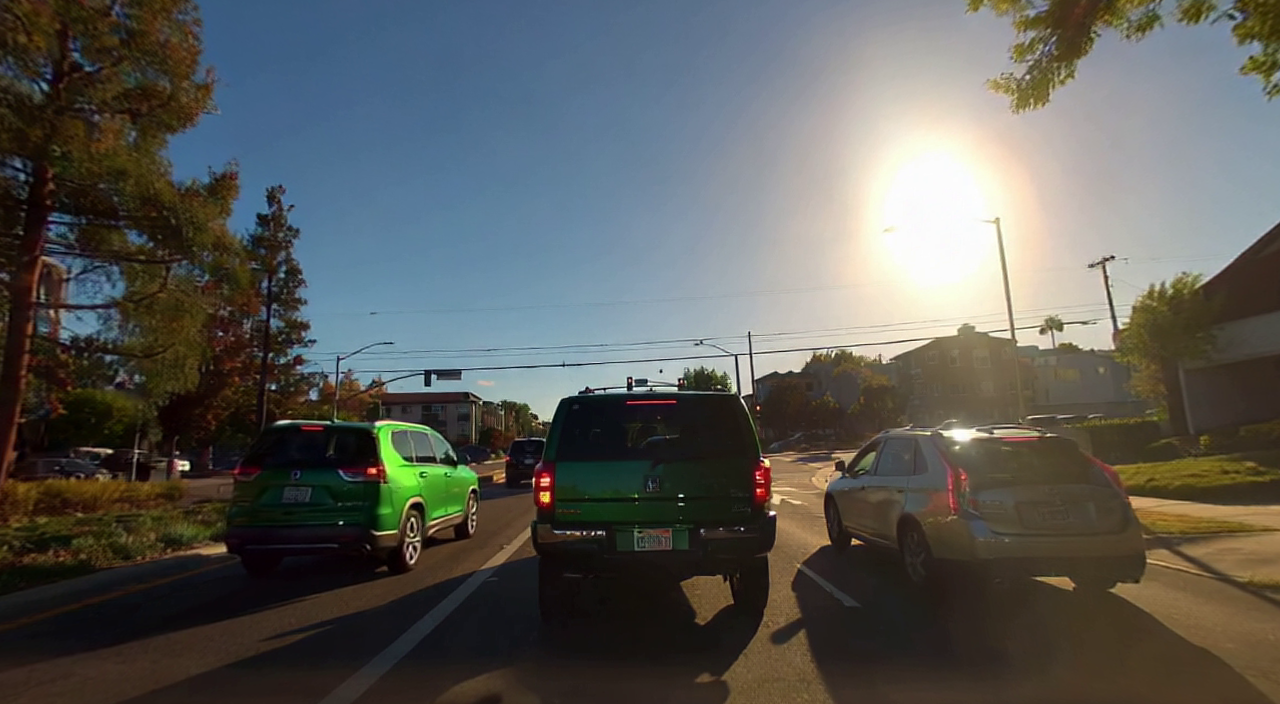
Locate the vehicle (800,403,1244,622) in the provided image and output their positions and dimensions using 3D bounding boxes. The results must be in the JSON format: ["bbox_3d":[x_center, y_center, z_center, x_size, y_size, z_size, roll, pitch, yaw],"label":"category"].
[{"bbox_3d":[3.477,1.549,7.045,2.202,1.657,4.298,0,-9,-1],"label":"vehicle"}]

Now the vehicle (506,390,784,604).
[{"bbox_3d":[0.024,1.490,7.248,2.294,1.761,3.857,0,-9,-1],"label":"vehicle"}]

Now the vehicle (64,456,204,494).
[{"bbox_3d":[-22.332,5.413,28.201,2.312,1.443,4.684,0,-9,1],"label":"vehicle"}]

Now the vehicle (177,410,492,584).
[{"bbox_3d":[-3.377,1.679,8.076,1.961,1.639,4.064,0,-9,0],"label":"vehicle"}]
